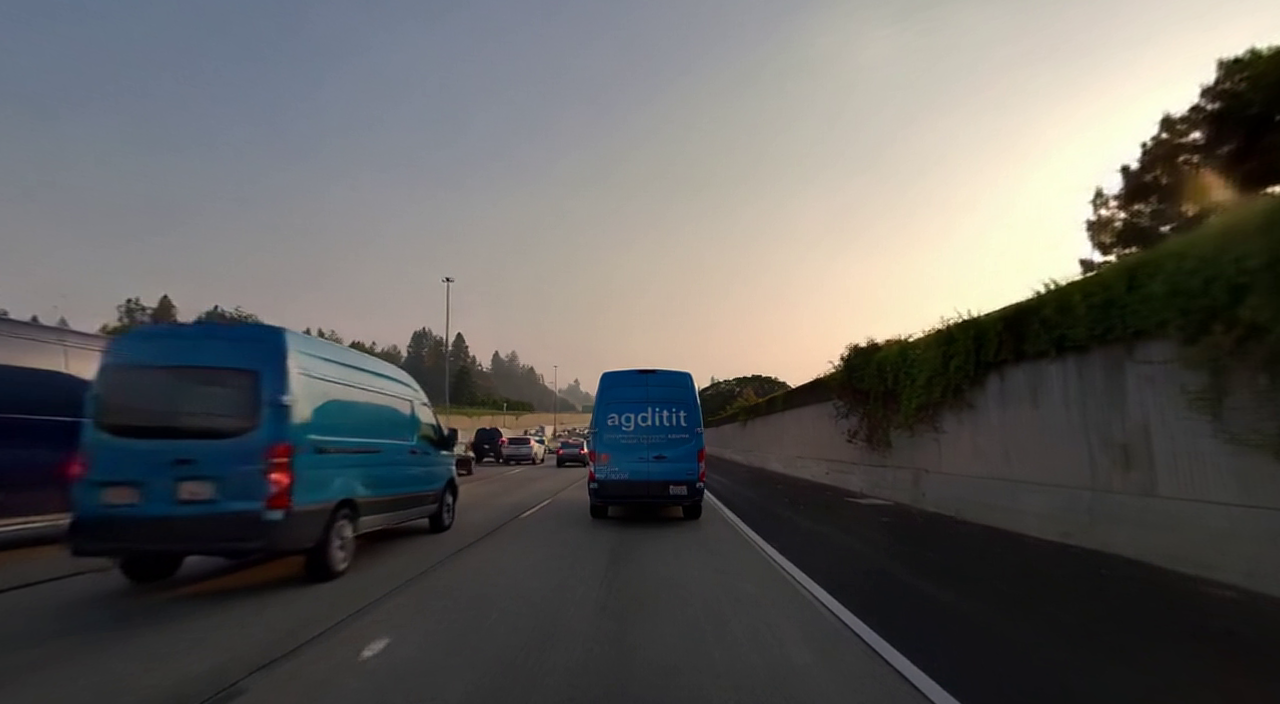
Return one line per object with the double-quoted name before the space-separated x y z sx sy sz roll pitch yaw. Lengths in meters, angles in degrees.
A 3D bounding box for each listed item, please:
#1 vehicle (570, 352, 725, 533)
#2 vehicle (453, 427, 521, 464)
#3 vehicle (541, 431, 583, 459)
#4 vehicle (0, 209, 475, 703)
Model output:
"vehicle" 0.114 1.819 12.793 2.316 2.738 6.398 0 -8 0
"vehicle" -9.723 6.036 40.763 2.566 2.158 5.957 -1 -8 3
"vehicle" -5.963 7.222 48.809 2.302 2.007 5.490 0 -8 3
"vehicle" -3.670 0.981 5.293 2.597 2.163 6.860 0 -8 1
